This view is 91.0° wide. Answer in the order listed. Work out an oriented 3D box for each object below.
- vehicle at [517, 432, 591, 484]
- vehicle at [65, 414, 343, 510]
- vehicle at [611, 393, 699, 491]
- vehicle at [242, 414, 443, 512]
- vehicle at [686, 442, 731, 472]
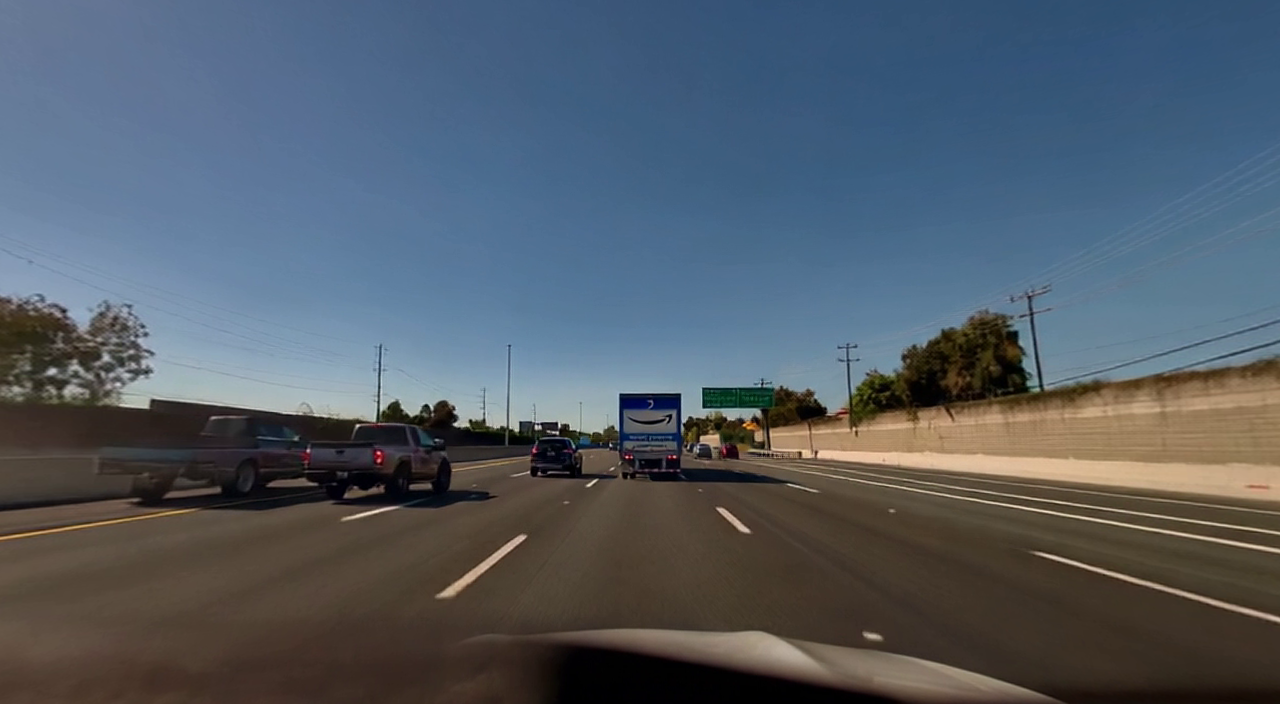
[{"bbox_3d":[-3.038,3.861,23.197,2.095,1.688,4.188,0,-9,1],"label":"vehicle"},{"bbox_3d":[-10.108,2.645,15.628,2.454,1.857,6.221,0,-9,0],"label":"vehicle"},{"bbox_3d":[0.400,2.982,20.827,2.456,2.705,6.251,0,-9,0],"label":"vehicle"},{"bbox_3d":[-6.492,2.502,14.633,2.101,1.858,5.071,0,-9,1],"label":"vehicle"},{"bbox_3d":[3.648,5.648,34.201,1.970,1.499,4.491,0,-9,0],"label":"vehicle"}]
